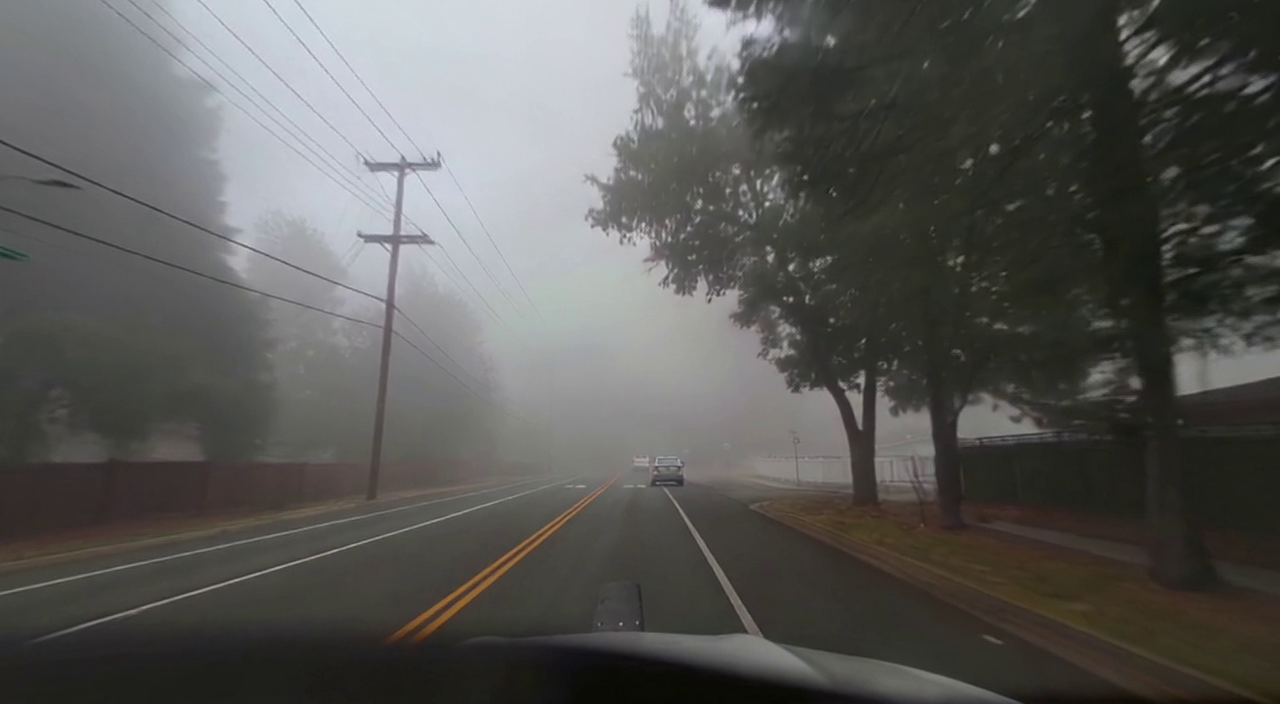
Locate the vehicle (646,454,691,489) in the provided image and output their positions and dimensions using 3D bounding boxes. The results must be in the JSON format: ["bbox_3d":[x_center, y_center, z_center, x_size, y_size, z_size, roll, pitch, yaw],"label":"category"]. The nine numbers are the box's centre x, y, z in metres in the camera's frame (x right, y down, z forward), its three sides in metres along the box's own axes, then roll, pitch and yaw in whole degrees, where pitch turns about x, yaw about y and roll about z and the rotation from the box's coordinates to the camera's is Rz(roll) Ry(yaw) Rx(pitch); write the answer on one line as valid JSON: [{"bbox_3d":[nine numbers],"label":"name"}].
[{"bbox_3d":[1.296,5.661,30.196,1.975,1.497,3.647,0,-9,1],"label":"vehicle"}]
